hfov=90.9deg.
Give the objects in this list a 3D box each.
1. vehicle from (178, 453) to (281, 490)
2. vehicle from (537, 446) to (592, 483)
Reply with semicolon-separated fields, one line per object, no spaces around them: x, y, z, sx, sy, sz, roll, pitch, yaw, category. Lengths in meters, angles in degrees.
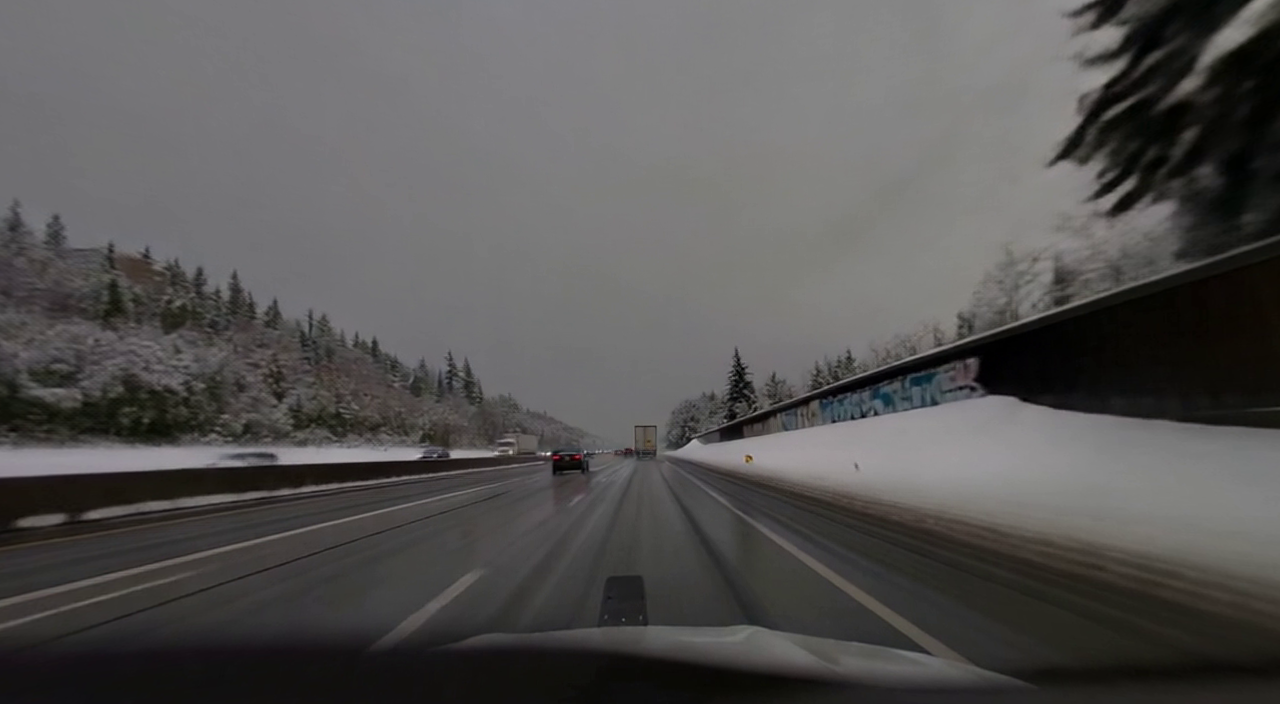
-18.336;5.328;28.389;1.776;1.488;4.159;0;-9;0;vehicle
-3.205;4.861;27.530;1.803;1.466;4.509;0;-9;1;vehicle
